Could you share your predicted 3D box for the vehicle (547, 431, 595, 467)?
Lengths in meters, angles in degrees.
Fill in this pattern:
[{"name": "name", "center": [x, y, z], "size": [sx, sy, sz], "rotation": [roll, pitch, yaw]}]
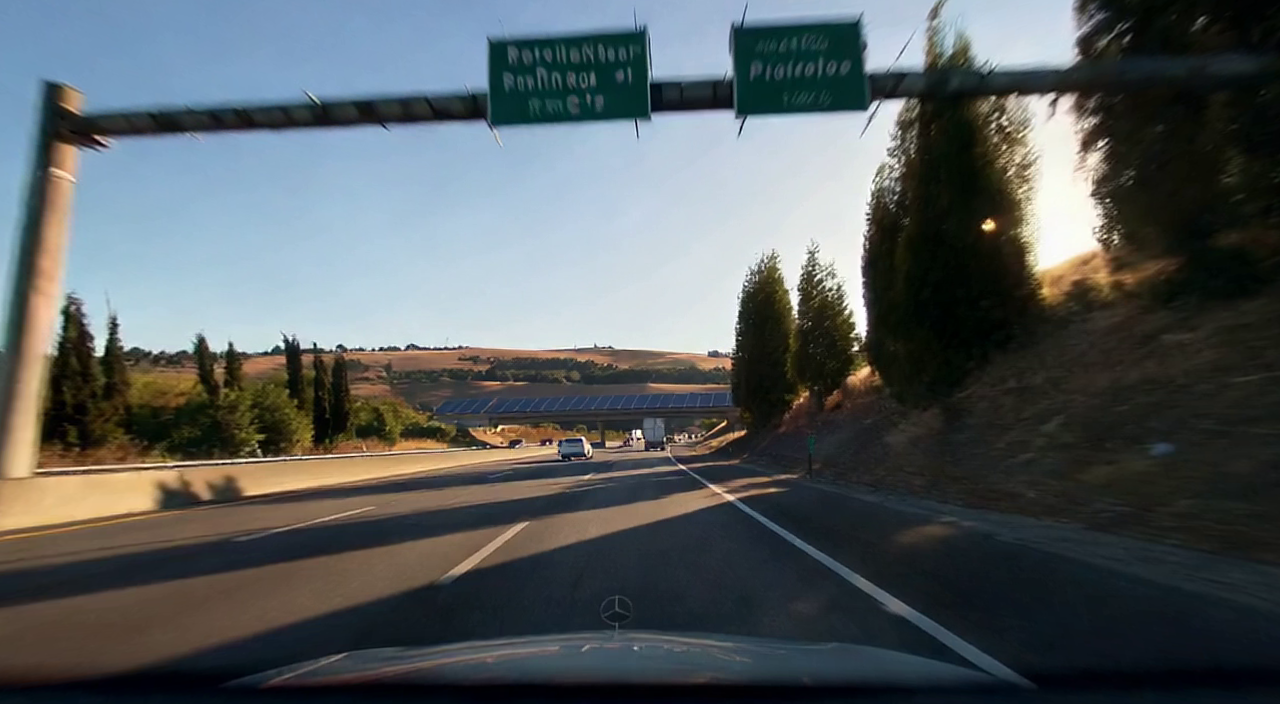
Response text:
[{"name": "vehicle", "center": [-3.950, 5.639, 36.857], "size": [2.130, 1.935, 4.817], "rotation": [-1, -8, 1]}]
